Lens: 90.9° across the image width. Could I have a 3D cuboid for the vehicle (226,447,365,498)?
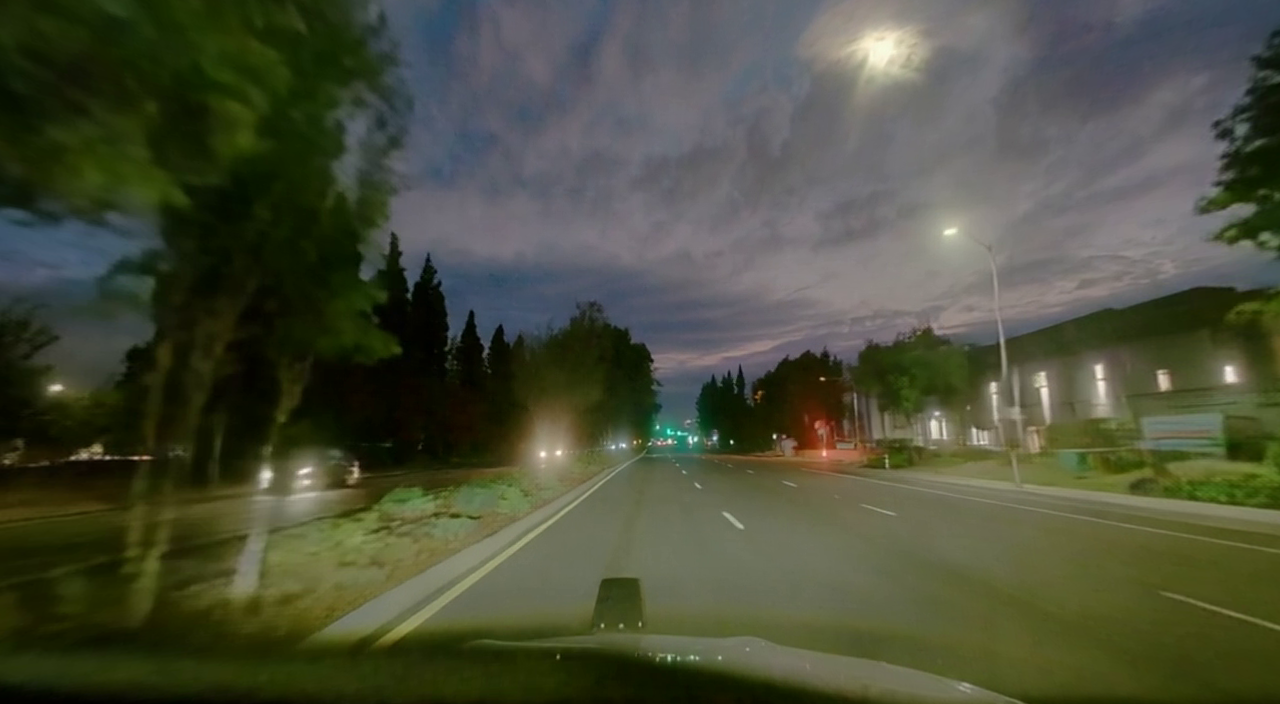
[{"bbox_3d":[-11.391,3.975,21.339,1.930,1.494,4.706,0,-8,2],"label":"vehicle"}]
